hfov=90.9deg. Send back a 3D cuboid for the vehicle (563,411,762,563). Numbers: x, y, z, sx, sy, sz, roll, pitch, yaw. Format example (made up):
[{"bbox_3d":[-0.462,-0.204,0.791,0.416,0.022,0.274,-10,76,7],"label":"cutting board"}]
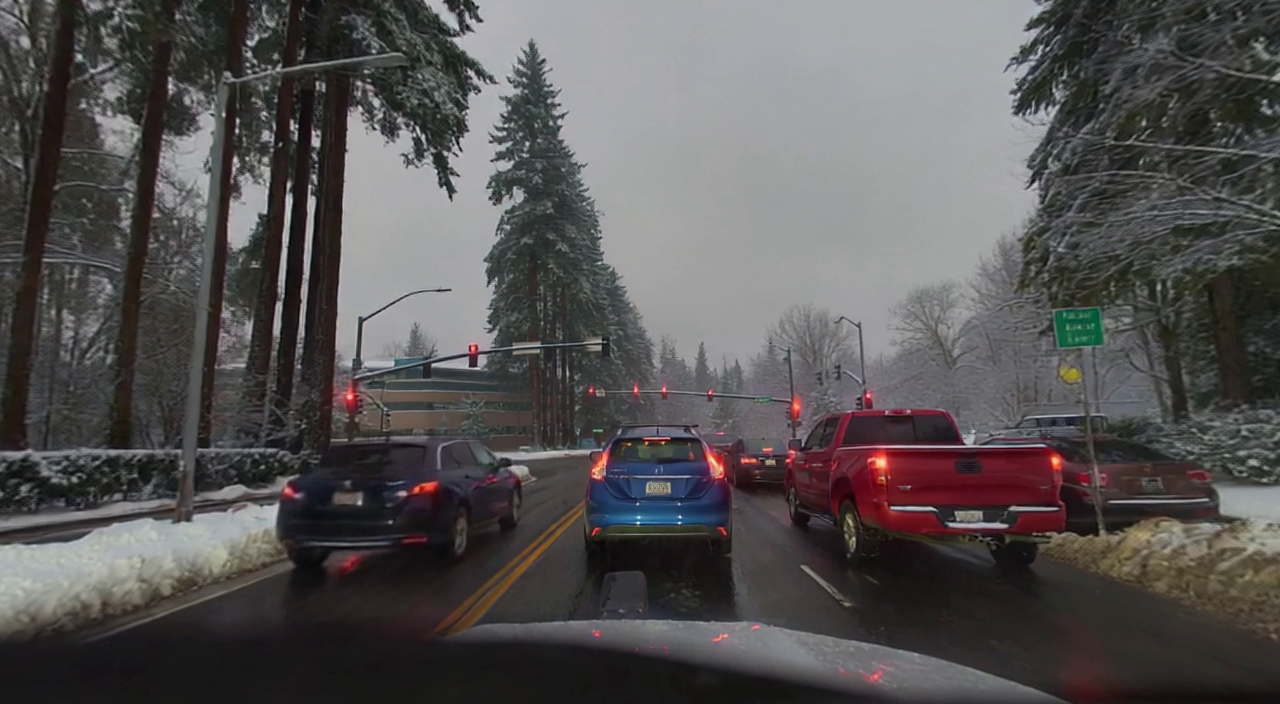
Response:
[{"bbox_3d":[0.248,1.773,8.971,2.168,1.641,4.039,0,-8,0],"label":"vehicle"}]

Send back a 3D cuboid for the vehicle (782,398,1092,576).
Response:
[{"bbox_3d":[3.386,1.633,8.372,2.099,1.725,4.290,0,-8,2],"label":"vehicle"}]

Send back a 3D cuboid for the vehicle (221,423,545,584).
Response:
[{"bbox_3d":[-2.821,1.813,8.575,2.133,1.496,5.150,0,-8,2],"label":"vehicle"}]
